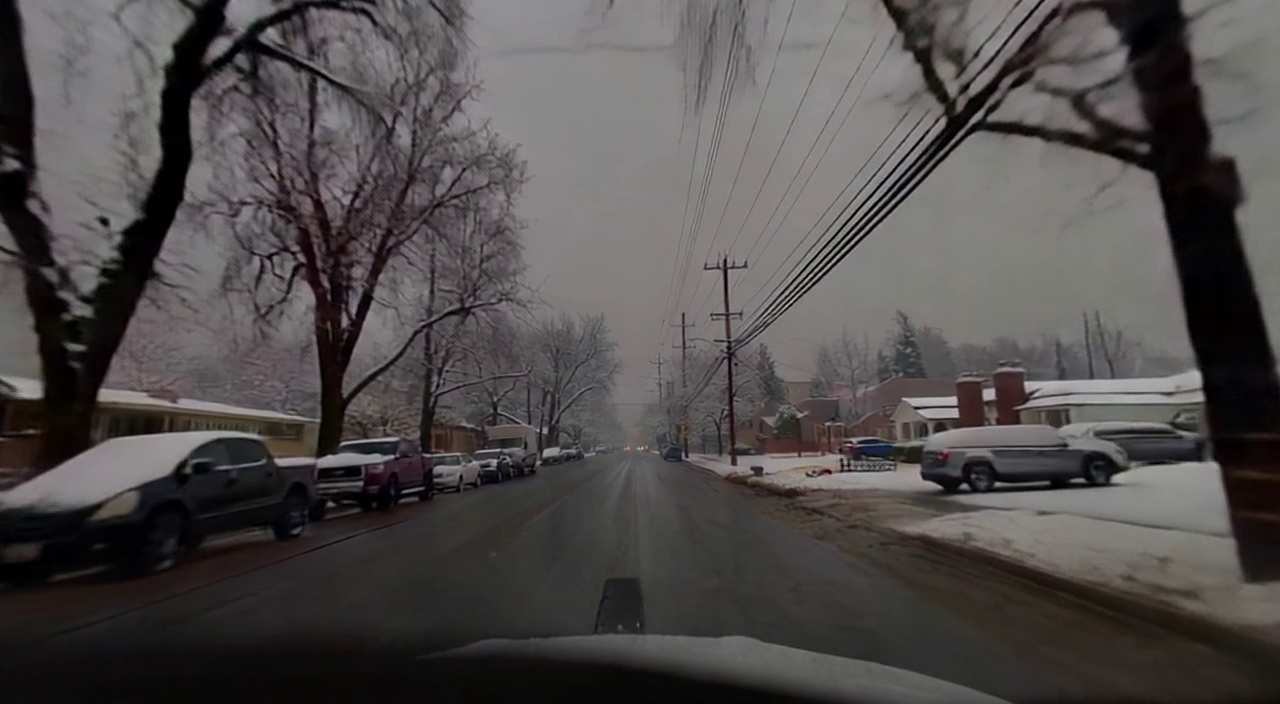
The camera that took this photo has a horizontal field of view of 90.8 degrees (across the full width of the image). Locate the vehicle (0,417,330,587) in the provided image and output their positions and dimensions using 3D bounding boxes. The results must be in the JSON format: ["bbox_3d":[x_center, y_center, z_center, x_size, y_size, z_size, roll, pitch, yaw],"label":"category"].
[{"bbox_3d":[-6.645,2.005,9.212,1.922,1.801,4.516,-2,-9,0],"label":"vehicle"}]

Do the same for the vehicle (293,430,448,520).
[{"bbox_3d":[-6.478,3.036,15.899,1.941,1.832,4.666,-2,-10,-1],"label":"vehicle"}]

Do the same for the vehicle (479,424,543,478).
[{"bbox_3d":[-7.009,5.509,35.100,2.439,2.724,5.647,-1,-9,-1],"label":"vehicle"}]

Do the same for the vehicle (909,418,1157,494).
[{"bbox_3d":[9.819,2.627,16.097,4.979,1.769,1.943,0,-8,-1],"label":"vehicle"}]

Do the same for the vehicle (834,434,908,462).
[{"bbox_3d":[15.747,6.619,43.206,4.275,1.645,1.874,-3,-11,0],"label":"vehicle"}]
